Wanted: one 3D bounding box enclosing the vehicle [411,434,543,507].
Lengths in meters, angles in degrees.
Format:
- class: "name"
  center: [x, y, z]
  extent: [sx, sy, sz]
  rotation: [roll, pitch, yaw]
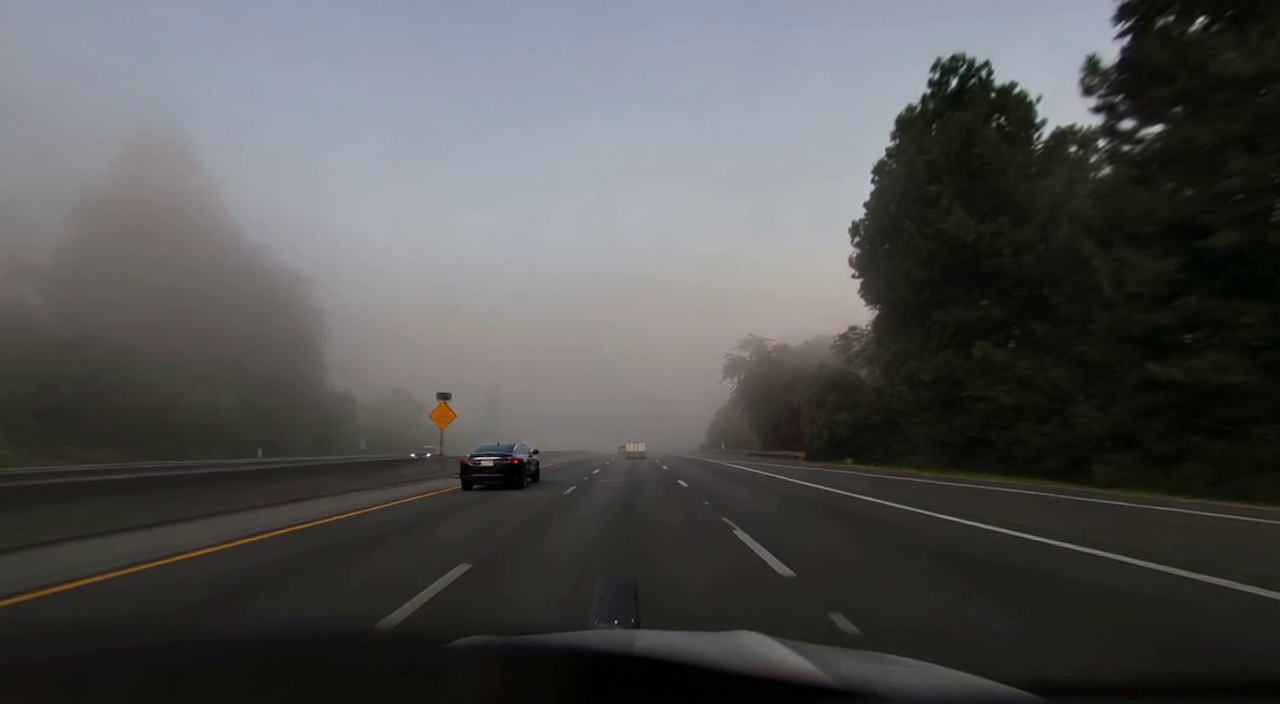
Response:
- class: "vehicle"
  center: [-3.912, 2.922, 16.037]
  extent: [2.158, 1.562, 4.373]
  rotation: [-1, -8, 1]
